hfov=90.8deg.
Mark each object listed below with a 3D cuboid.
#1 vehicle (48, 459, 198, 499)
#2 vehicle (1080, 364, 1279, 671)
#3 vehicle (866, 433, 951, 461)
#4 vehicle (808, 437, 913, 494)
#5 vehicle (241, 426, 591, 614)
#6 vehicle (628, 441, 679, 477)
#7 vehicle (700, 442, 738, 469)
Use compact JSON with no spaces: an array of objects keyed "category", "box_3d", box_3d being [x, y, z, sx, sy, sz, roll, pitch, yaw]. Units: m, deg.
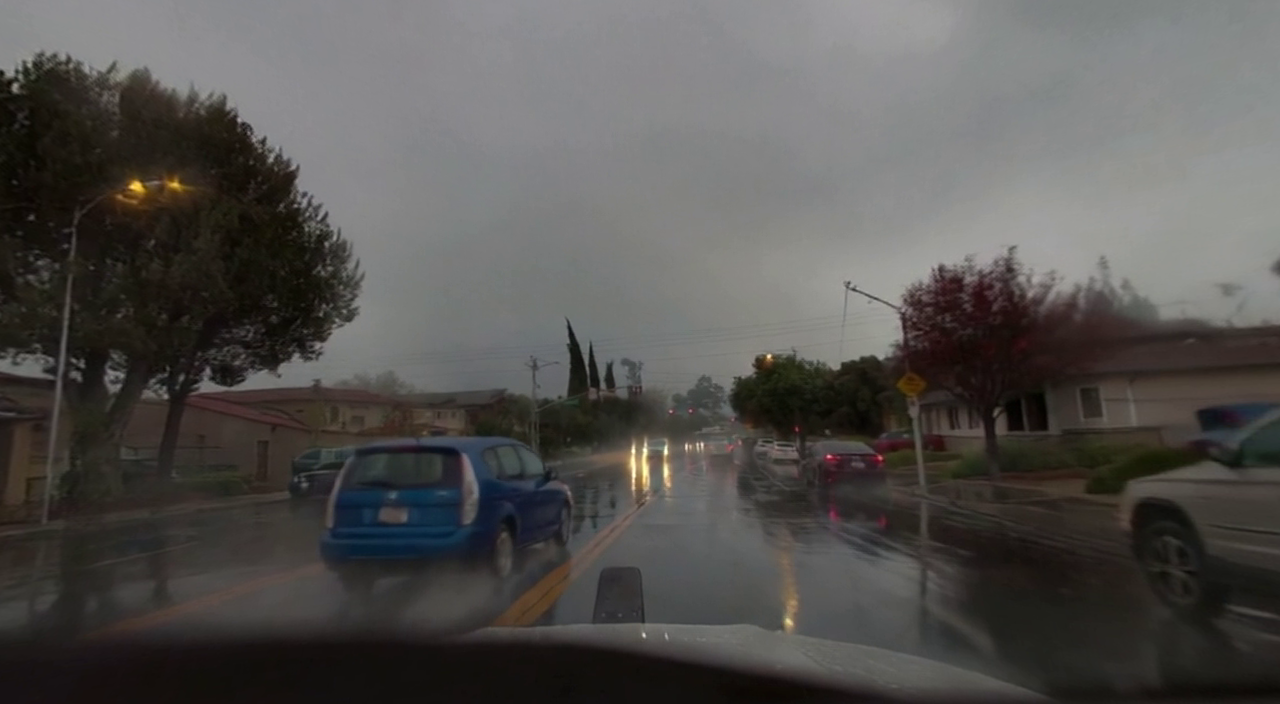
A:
[{"category":"vehicle","box_3d":[-19.727,4.840,24.193,4.397,1.423,1.789,-1,-9,7]},{"category":"vehicle","box_3d":[4.738,0.881,3.123,2.069,1.780,4.480,-1,-9,4]},{"category":"vehicle","box_3d":[15.238,5.435,36.041,4.046,1.450,1.814,-2,-9,8]},{"category":"vehicle","box_3d":[6.441,3.358,19.037,1.964,1.485,4.454,-1,-9,6]},{"category":"vehicle","box_3d":[-2.083,1.723,7.498,2.069,1.510,4.325,-2,-9,8]},{"category":"vehicle","box_3d":[0.692,4.928,29.386,1.986,1.508,4.261,-1,-9,6]},{"category":"vehicle","box_3d":[4.575,6.055,37.217,2.081,1.475,4.361,-1,-9,5]}]
